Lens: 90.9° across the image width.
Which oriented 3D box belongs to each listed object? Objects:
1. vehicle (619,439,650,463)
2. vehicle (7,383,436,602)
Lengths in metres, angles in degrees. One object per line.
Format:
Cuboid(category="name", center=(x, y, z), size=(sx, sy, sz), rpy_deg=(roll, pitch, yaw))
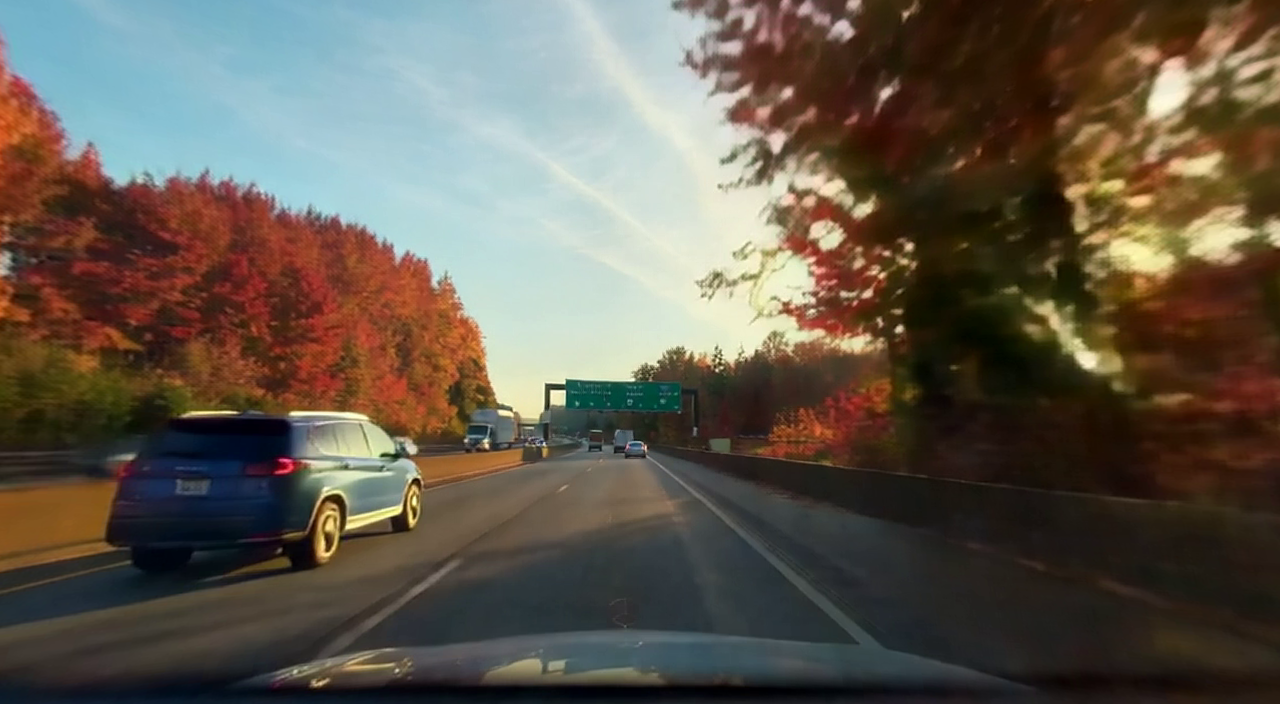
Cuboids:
Cuboid(category="vehicle", center=(-0.363, 6.526, 41.612), size=(1.939, 1.497, 3.863), rpy_deg=(0, -8, -1))
Cuboid(category="vehicle", center=(-3.999, 1.413, 7.146), size=(1.924, 1.720, 4.195), rpy_deg=(0, -8, 0))
